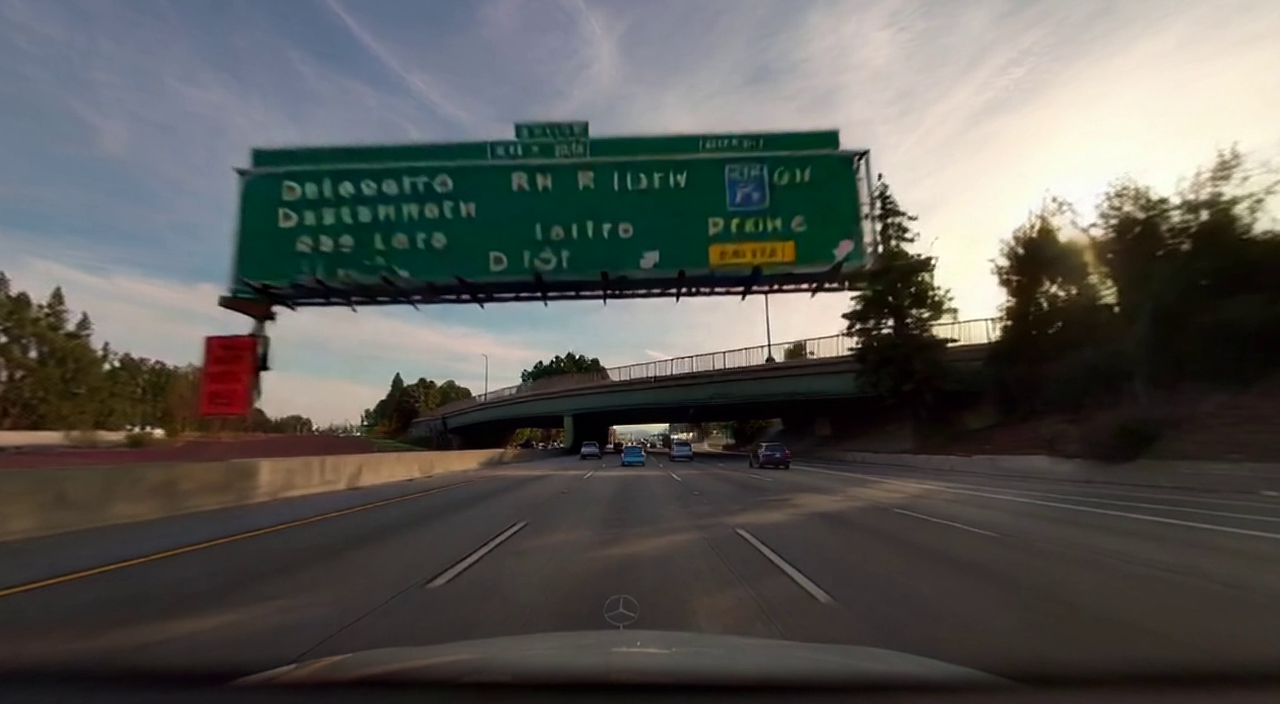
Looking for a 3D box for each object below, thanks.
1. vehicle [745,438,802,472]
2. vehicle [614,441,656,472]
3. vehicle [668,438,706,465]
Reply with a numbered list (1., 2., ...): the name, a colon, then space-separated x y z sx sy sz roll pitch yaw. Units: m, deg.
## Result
1. vehicle: 6.788 5.269 32.549 1.936 1.625 3.991 0 -8 -1
2. vehicle: -0.272 5.385 32.743 2.075 1.486 4.007 0 -8 -1
3. vehicle: 3.254 7.048 44.927 2.177 1.831 4.766 0 -8 -2
